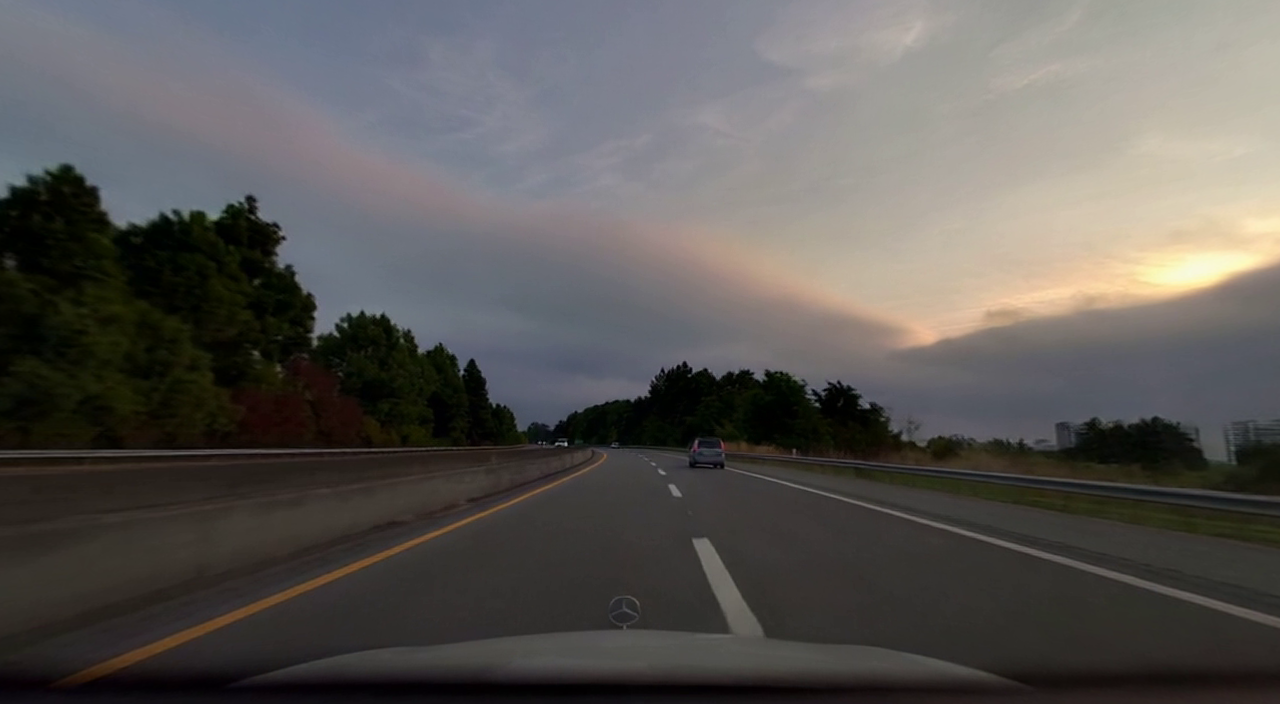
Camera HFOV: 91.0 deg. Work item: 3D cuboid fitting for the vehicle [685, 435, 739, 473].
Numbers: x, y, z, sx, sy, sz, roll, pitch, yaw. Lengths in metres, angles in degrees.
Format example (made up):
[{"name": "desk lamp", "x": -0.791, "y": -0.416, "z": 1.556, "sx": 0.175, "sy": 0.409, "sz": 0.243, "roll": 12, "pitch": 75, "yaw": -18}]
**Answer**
[{"name": "vehicle", "x": 3.484, "y": 5.020, "z": 31.202, "sx": 2.079, "sy": 1.729, "sz": 4.380, "roll": 0, "pitch": -8, "yaw": -1}]
